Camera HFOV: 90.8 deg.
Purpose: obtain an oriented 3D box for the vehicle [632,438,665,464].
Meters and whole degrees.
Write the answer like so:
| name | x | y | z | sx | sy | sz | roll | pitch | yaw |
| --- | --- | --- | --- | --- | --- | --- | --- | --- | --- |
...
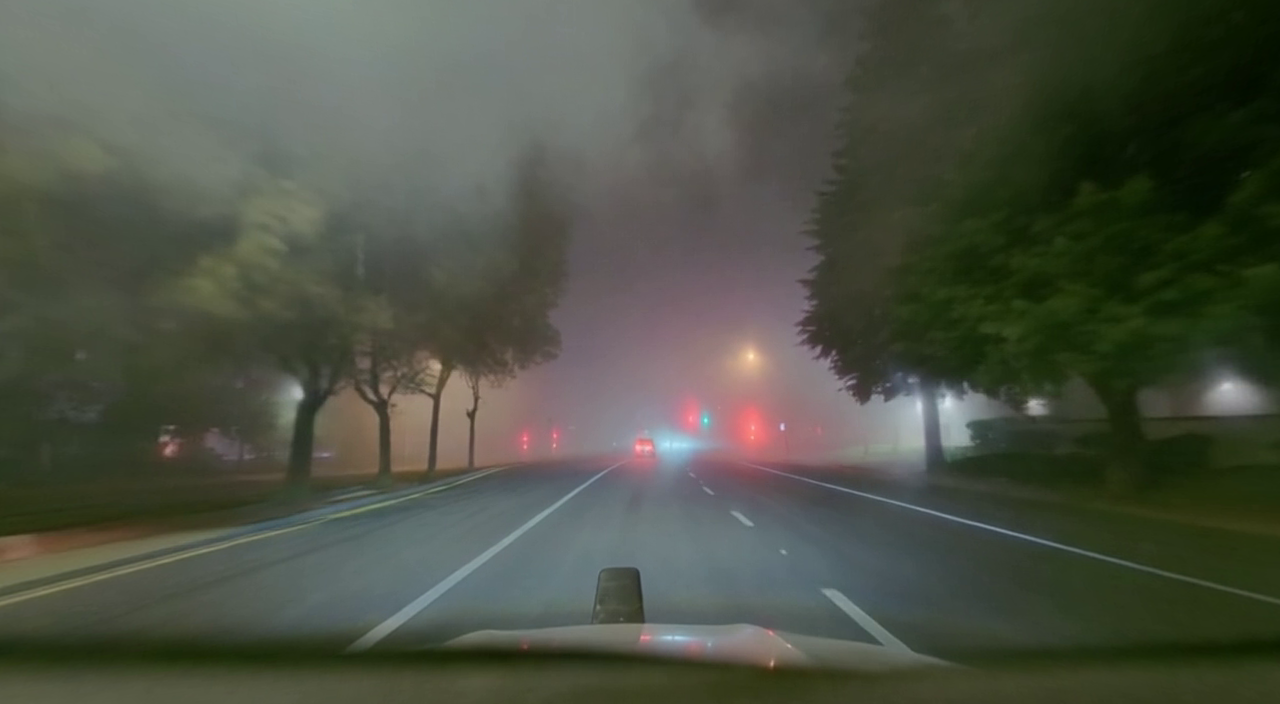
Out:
| name | x | y | z | sx | sy | sz | roll | pitch | yaw |
| --- | --- | --- | --- | --- | --- | --- | --- | --- | --- |
| vehicle | 0.607 | 6.357 | 40.719 | 2.037 | 1.568 | 3.693 | 0 | -8 | 2 |
